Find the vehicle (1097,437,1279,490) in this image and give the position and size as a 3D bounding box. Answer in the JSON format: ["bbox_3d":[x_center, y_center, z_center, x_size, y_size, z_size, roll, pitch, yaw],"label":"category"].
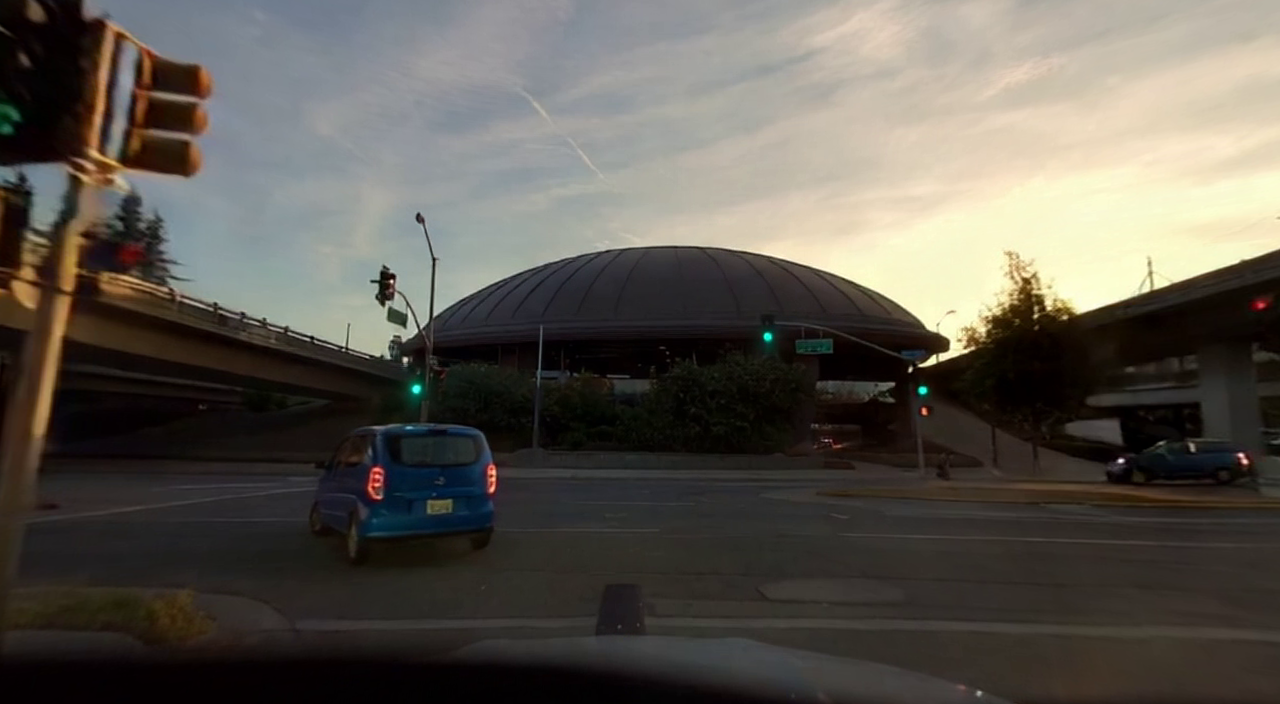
[{"bbox_3d":[18.555,3.764,21.441,4.345,1.672,1.973,0,-9,1],"label":"vehicle"}]

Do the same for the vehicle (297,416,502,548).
[{"bbox_3d":[-3.881,1.890,9.806,1.976,1.584,3.772,7,-10,-36],"label":"vehicle"}]
